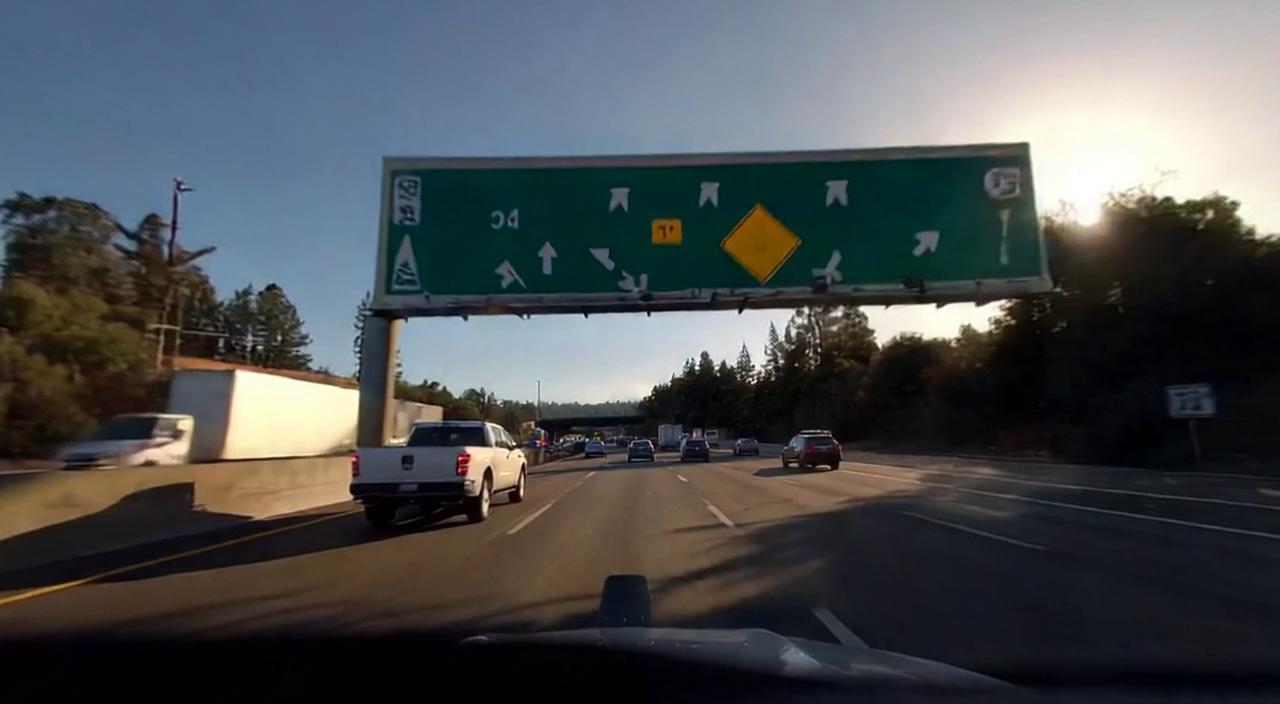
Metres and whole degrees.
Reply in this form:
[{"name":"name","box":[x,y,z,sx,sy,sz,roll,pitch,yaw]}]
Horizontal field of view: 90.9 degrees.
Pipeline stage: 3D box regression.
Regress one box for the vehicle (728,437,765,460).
[{"name":"vehicle","box":[7.523,6.890,45.032,1.894,1.511,4.148,0,-8,-1]}]

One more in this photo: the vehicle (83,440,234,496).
[{"name":"vehicle","box":[-20.410,4.892,27.173,2.109,2.143,5.501,0,-8,0]}]

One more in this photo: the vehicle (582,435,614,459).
[{"name":"vehicle","box":[-3.179,7.346,48.704,2.140,1.720,4.410,0,-8,0]}]

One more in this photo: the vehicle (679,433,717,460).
[{"name":"vehicle","box":[4.091,6.795,45.543,2.272,1.803,5.416,0,-8,0]}]

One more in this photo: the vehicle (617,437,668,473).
[{"name":"vehicle","box":[0.088,4.500,27.763,2.071,1.464,4.162,0,-8,0]}]

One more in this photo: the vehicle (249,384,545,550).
[{"name":"vehicle","box":[-3.366,1.799,10.516,2.487,1.979,5.742,0,-8,2]}]

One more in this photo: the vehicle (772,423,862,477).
[{"name":"vehicle","box":[6.913,3.904,25.301,2.094,1.916,5.099,0,-8,0]}]
